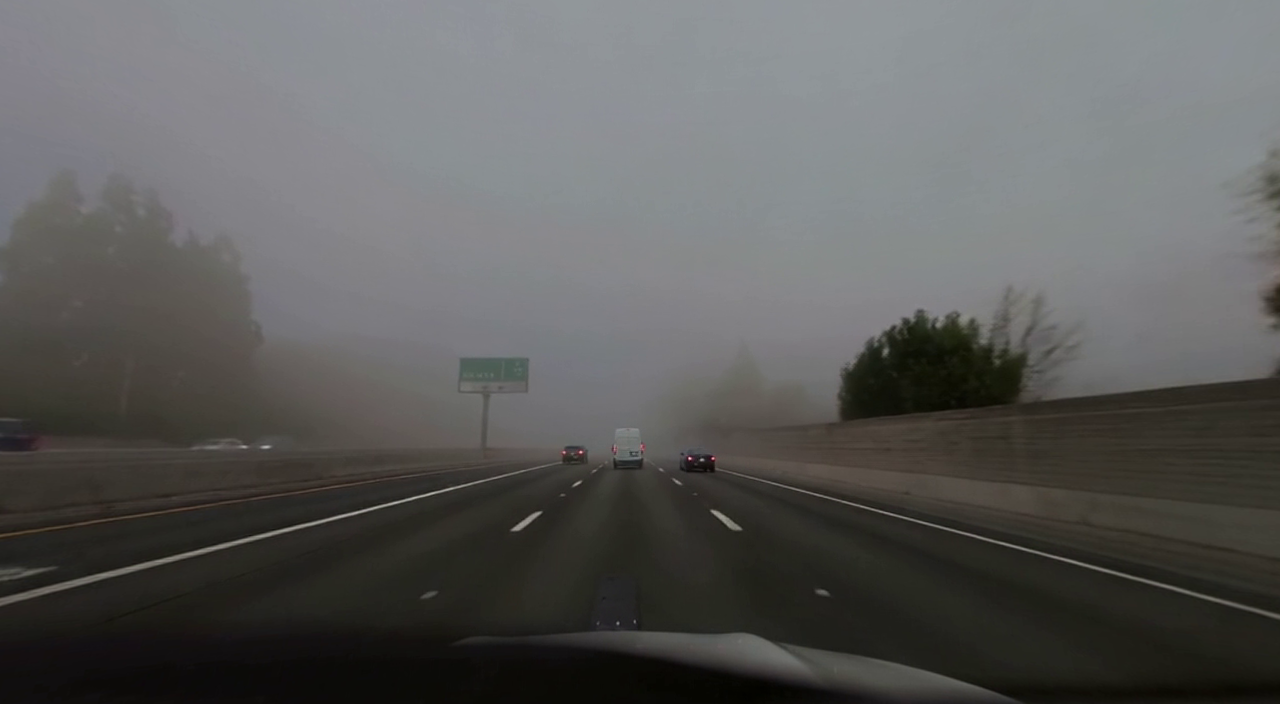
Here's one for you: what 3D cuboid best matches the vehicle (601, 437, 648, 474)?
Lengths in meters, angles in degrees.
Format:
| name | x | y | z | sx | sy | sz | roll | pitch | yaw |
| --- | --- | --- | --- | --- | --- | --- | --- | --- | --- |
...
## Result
| name | x | y | z | sx | sy | sz | roll | pitch | yaw |
| --- | --- | --- | --- | --- | --- | --- | --- | --- | --- |
| vehicle | -0.787 | 5.336 | 32.759 | 2.297 | 1.783 | 4.355 | 0 | -8 | -1 |

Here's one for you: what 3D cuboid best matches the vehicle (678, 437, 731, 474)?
| name | x | y | z | sx | sy | sz | roll | pitch | yaw |
| --- | --- | --- | --- | --- | --- | --- | --- | --- | --- |
| vehicle | 3.251 | 5.339 | 32.870 | 2.160 | 1.759 | 4.214 | 0 | -8 | -2 |

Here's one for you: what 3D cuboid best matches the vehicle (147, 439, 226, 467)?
| name | x | y | z | sx | sy | sz | roll | pitch | yaw |
| --- | --- | --- | --- | --- | --- | --- | --- | --- | --- |
| vehicle | -25.340 | 5.639 | 35.432 | 1.839 | 1.462 | 3.514 | 0 | -8 | -1 |

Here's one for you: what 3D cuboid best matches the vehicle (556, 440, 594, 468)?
| name | x | y | z | sx | sy | sz | roll | pitch | yaw |
| --- | --- | --- | --- | --- | --- | --- | --- | --- | --- |
| vehicle | -4.186 | 6.642 | 41.457 | 2.023 | 1.709 | 4.263 | 0 | -8 | 0 |
